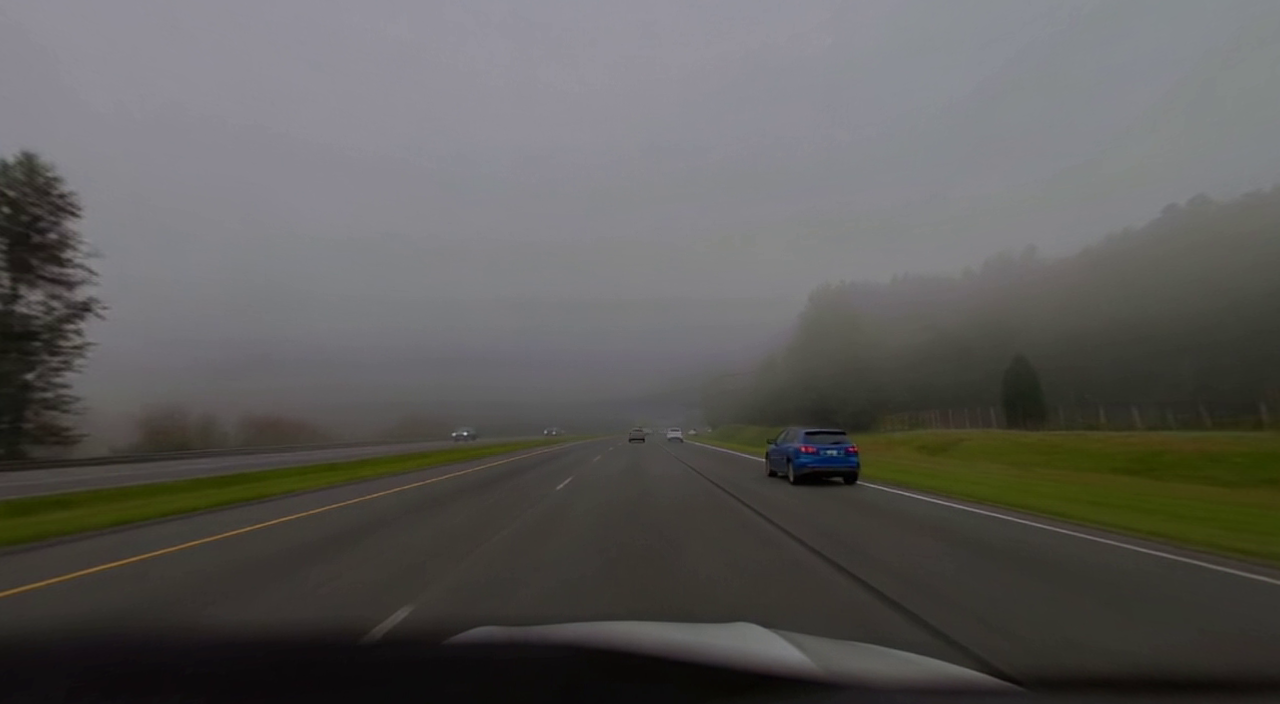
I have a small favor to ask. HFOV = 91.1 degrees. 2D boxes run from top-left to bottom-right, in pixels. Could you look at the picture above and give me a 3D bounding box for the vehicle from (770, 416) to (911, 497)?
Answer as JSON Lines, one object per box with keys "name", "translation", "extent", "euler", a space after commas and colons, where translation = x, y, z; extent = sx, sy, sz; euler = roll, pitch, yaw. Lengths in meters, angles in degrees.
{"name": "vehicle", "translation": [4.166, 2.211, 13.735], "extent": [1.765, 1.510, 3.762], "euler": [0, -8, -1]}
